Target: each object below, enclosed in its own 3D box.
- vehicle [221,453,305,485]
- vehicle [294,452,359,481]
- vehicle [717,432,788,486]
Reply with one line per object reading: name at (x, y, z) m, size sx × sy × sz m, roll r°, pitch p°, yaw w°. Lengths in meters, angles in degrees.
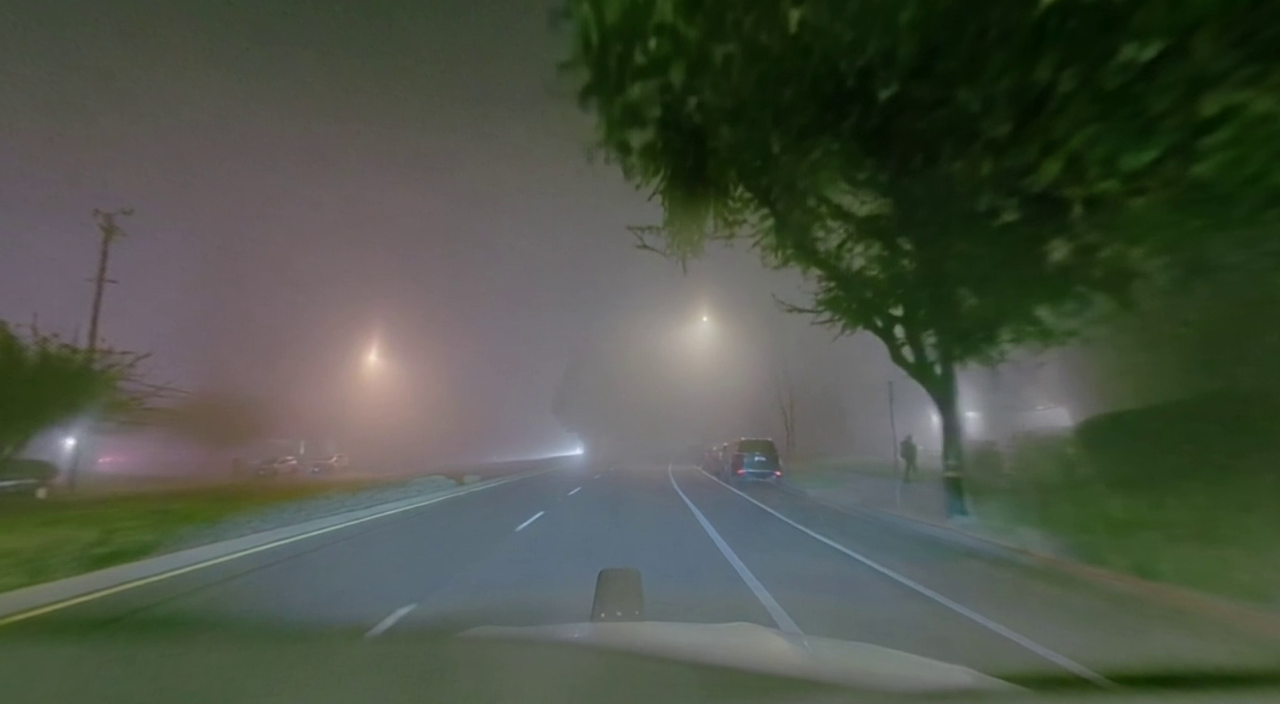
vehicle at (-23.601, 7.328, 39.794) m, size 2.120 × 1.824 × 4.908 m, roll -1°, pitch -9°, yaw 2°
vehicle at (-22.952, 8.349, 46.487) m, size 2.171 × 1.745 × 4.867 m, roll -2°, pitch -7°, yaw 2°
vehicle at (3.900, 3.806, 22.647) m, size 2.013 × 1.710 × 4.403 m, roll -1°, pitch -9°, yaw 4°
